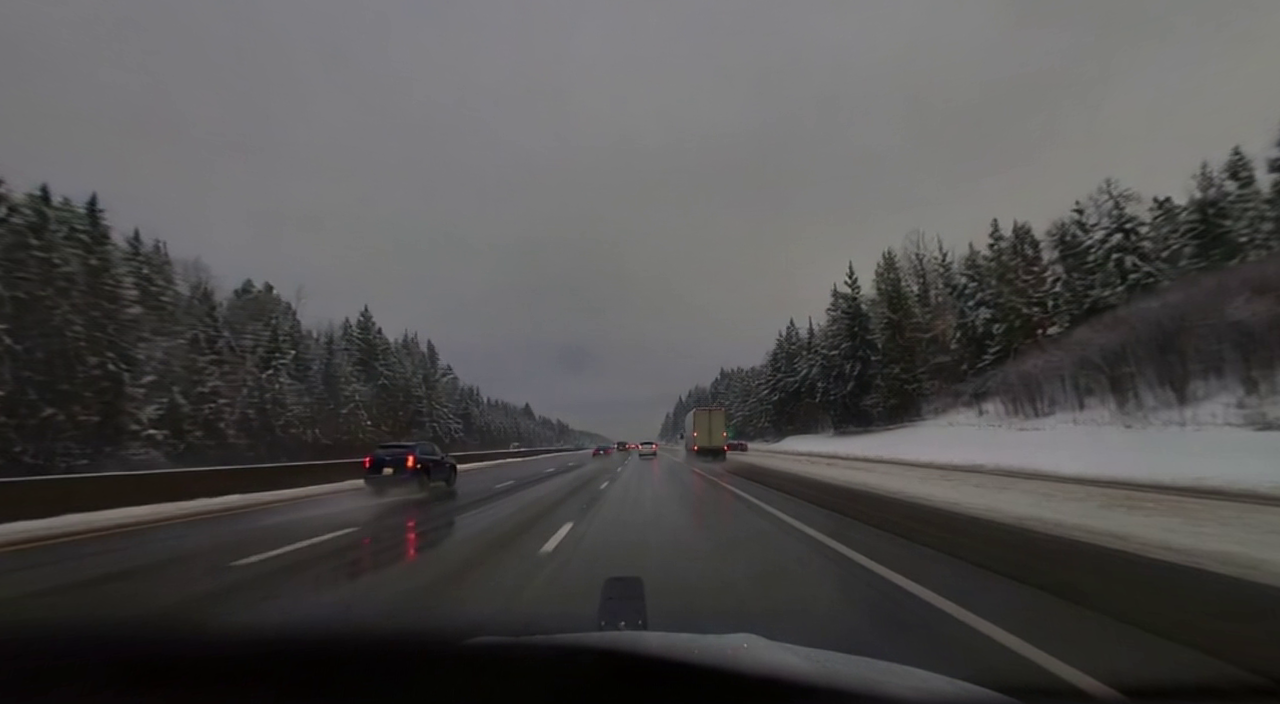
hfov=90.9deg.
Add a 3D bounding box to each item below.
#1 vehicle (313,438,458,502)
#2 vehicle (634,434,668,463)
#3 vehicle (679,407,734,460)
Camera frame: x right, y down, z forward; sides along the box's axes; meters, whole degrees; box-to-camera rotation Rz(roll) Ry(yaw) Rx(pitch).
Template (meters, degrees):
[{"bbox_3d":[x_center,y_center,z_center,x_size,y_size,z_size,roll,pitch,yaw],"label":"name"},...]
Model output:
[{"bbox_3d":[-6.802,3.200,17.536,1.947,1.513,4.751,-1,-9,2],"label":"vehicle"},{"bbox_3d":[0.730,6.658,43.495,2.212,1.807,4.372,-1,-9,1],"label":"vehicle"},{"bbox_3d":[4.678,6.100,46.331,2.855,3.423,9.485,0,-9,0],"label":"vehicle"}]
